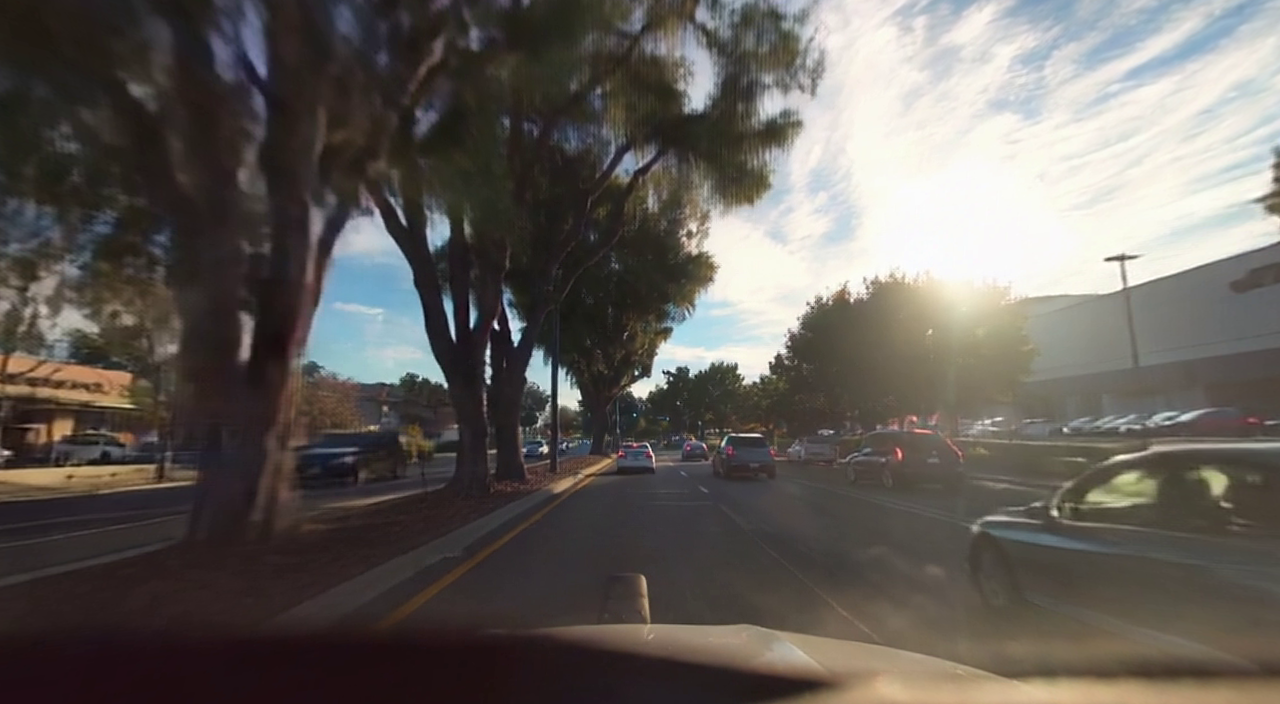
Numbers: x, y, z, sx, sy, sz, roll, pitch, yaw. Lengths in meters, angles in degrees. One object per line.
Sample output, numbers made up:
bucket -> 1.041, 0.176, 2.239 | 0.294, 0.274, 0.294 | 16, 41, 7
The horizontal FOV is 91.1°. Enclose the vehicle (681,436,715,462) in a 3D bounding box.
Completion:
vehicle -> 4.021, 6.860, 44.276 | 1.982, 1.709, 4.427 | 0, -9, -1

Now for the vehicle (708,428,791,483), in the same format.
vehicle -> 3.716, 3.620, 22.067 | 2.130, 1.718, 4.310 | 0, -9, 0

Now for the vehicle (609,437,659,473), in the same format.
vehicle -> -0.234, 4.731, 28.879 | 2.111, 1.506, 4.018 | 0, -9, 0

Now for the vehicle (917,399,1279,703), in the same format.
vehicle -> 3.423, 1.057, 3.172 | 2.010, 1.490, 4.639 | 0, -9, 1

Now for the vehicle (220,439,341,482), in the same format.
vehicle -> -15.160, 4.599, 26.919 | 2.054, 1.669, 5.220 | 0, -9, 0

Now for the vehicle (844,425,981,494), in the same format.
vehicle -> 7.642, 3.068, 18.174 | 2.008, 1.714, 4.407 | 0, -9, 0

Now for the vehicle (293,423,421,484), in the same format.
vehicle -> -8.166, 2.981, 18.549 | 1.939, 1.574, 3.820 | 0, -9, 0
